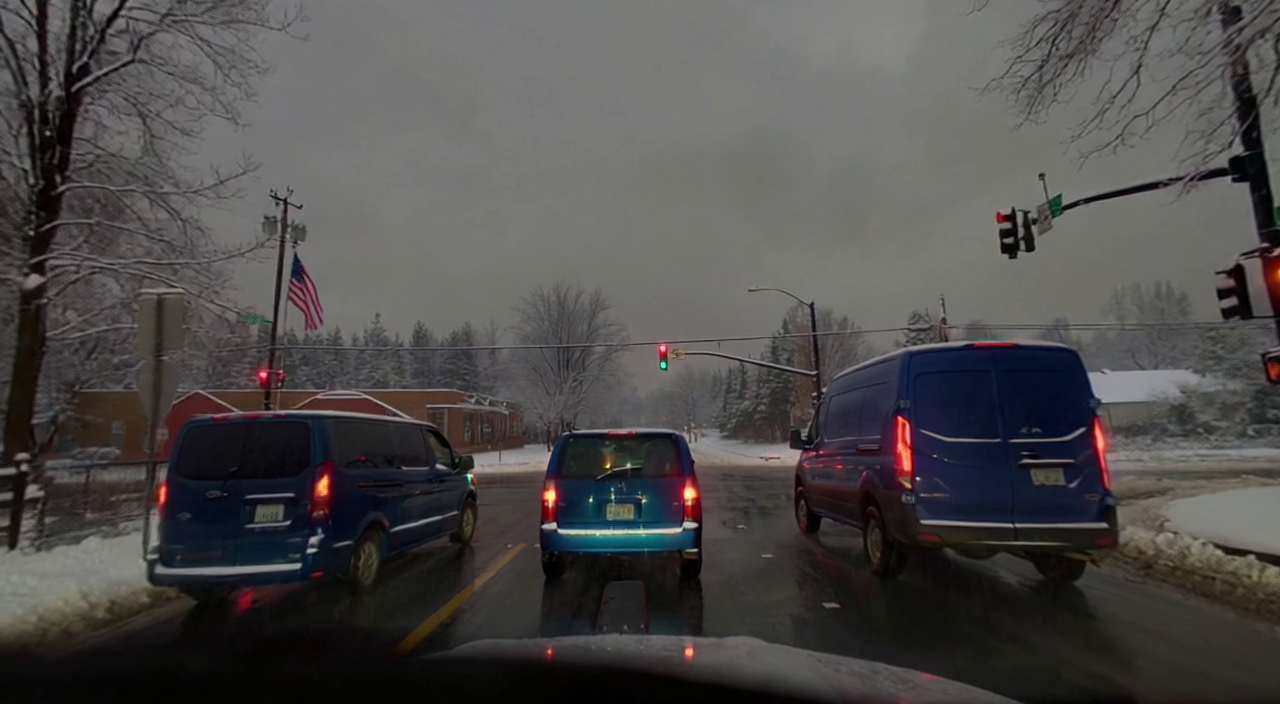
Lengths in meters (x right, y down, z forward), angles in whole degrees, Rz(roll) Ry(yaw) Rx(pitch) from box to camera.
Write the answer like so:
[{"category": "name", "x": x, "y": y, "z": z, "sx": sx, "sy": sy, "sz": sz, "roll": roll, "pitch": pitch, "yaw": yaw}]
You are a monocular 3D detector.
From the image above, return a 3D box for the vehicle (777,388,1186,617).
[{"category": "vehicle", "x": 3.100, "y": 1.483, "z": 7.117, "sx": 2.178, "sy": 1.746, "sz": 4.400, "roll": 0, "pitch": -9, "yaw": 1}]

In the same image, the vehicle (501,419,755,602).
[{"category": "vehicle", "x": -0.139, "y": 1.622, "z": 7.351, "sx": 2.098, "sy": 1.494, "sz": 4.118, "roll": 0, "pitch": -9, "yaw": -1}]

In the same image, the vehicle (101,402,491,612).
[{"category": "vehicle", "x": -3.294, "y": 1.559, "z": 7.195, "sx": 2.024, "sy": 1.677, "sz": 3.998, "roll": -1, "pitch": -9, "yaw": 3}]
